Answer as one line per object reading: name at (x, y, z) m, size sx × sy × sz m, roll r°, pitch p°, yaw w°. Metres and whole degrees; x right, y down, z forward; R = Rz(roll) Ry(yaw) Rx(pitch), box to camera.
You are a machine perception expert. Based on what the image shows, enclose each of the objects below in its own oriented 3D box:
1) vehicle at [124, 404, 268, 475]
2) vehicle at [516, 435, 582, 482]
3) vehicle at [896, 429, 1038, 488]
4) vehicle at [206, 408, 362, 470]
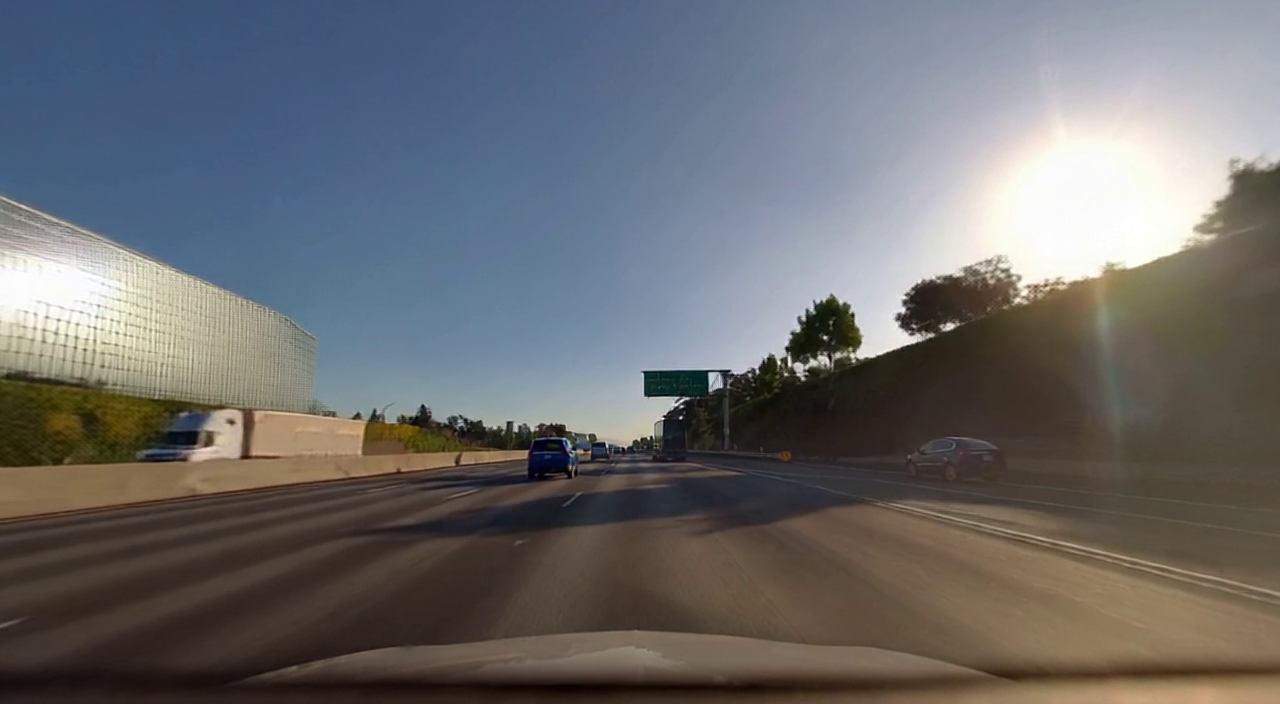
vehicle at (-26.682, 5.399, 38.636) m, size 2.993 × 3.848 × 7.864 m, roll 0°, pitch -9°, yaw 0°
vehicle at (-3.557, 4.253, 25.497) m, size 2.039 × 1.710 × 4.237 m, roll 0°, pitch -9°, yaw 0°
vehicle at (11.093, 3.667, 21.997) m, size 2.089 × 1.787 × 5.080 m, roll 0°, pitch -9°, yaw -1°
vehicle at (-26.741, 6.916, 49.266) m, size 2.832 × 4.056 × 16.318 m, roll 0°, pitch -9°, yaw 0°
